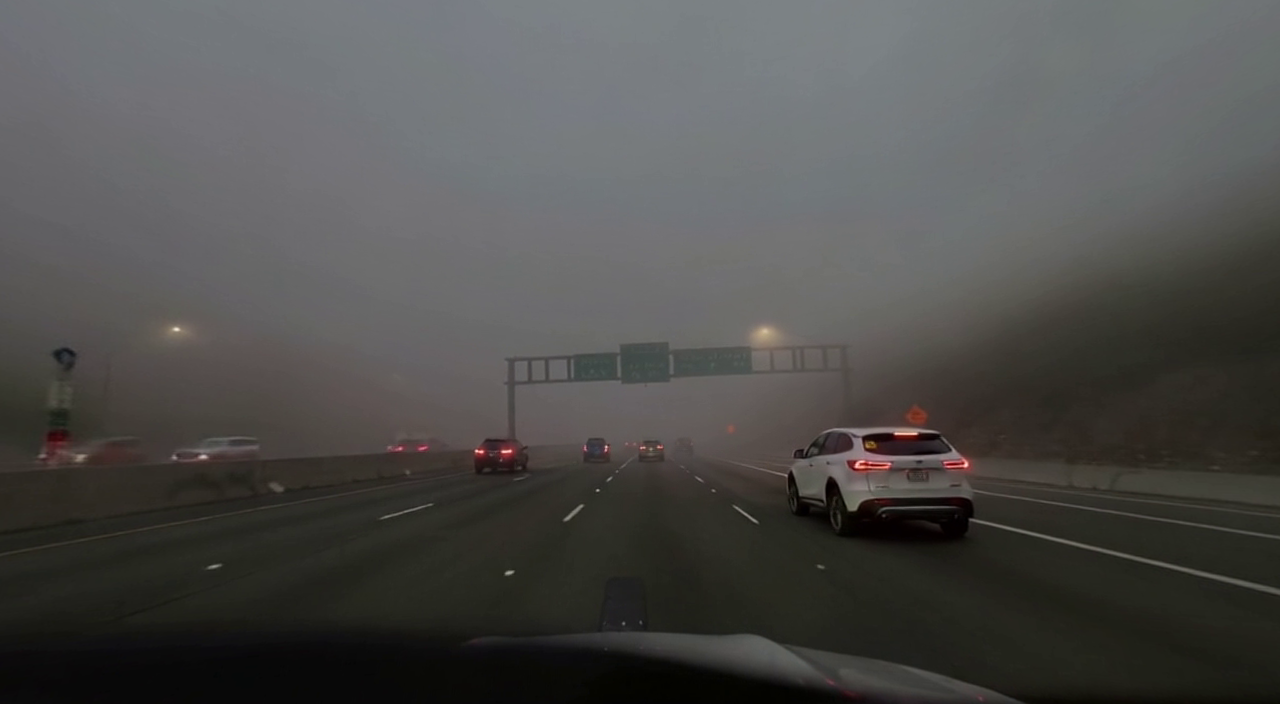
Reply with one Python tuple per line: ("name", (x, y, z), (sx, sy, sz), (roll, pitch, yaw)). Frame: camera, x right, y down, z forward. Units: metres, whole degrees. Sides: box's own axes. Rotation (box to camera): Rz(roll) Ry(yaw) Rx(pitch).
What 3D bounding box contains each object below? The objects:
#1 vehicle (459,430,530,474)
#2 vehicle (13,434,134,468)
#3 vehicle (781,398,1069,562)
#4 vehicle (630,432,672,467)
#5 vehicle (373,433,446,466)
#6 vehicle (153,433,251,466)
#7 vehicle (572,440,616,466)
("vehicle", (-6.047, 4.187, 26.641), (1.946, 1.688, 4.019), (0, -8, 1))
("vehicle", (-30.767, 5.397, 34.492), (2.006, 1.734, 4.849), (0, -8, 1))
("vehicle", (3.708, 1.766, 9.422), (2.083, 1.823, 4.627), (0, -8, -1))
("vehicle", (0.594, 5.182, 33.641), (2.133, 1.739, 3.925), (0, -8, 1))
("vehicle", (-12.597, 5.372, 34.876), (2.076, 1.701, 5.093), (0, -8, 0))
("vehicle", (-23.547, 5.274, 34.142), (1.997, 1.665, 4.414), (0, -8, 2))
("vehicle", (-2.615, 5.832, 36.716), (2.205, 1.406, 4.286), (0, -8, 1))
